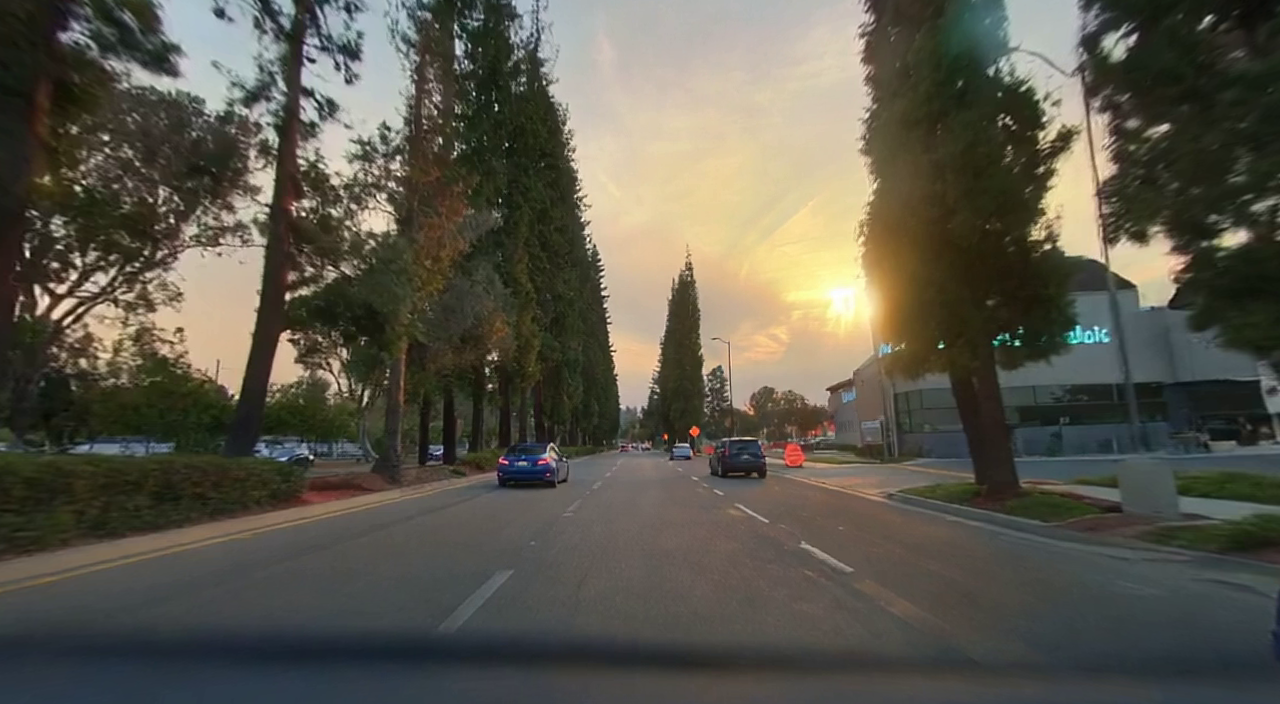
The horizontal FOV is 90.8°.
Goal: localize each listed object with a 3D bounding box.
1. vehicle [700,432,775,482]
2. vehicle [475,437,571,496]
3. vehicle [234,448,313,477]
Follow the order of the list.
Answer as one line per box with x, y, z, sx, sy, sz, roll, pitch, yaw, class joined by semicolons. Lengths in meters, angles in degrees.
3.792;4.185;25.487;2.159;1.793;4.735;0;-9;-2;vehicle
-3.203;3.216;18.149;2.020;1.474;4.098;0;-9;-1;vehicle
-22.084;6.655;38.305;1.996;1.605;4.671;0;-9;0;vehicle
